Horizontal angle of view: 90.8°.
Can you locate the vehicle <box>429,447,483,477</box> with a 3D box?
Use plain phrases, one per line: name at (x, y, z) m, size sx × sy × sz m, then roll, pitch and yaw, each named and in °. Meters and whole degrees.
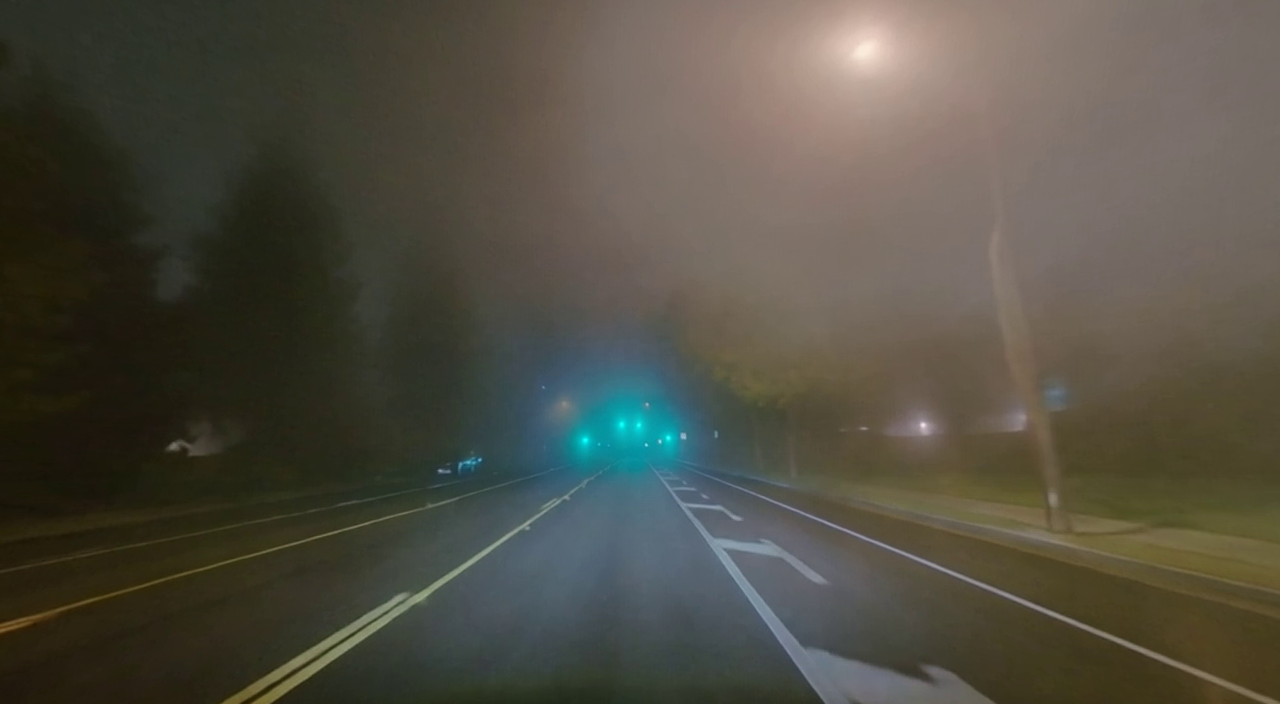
vehicle at (-11.833, 7.069, 40.842) m, size 2.047 × 1.710 × 4.473 m, roll -3°, pitch -9°, yaw 2°
